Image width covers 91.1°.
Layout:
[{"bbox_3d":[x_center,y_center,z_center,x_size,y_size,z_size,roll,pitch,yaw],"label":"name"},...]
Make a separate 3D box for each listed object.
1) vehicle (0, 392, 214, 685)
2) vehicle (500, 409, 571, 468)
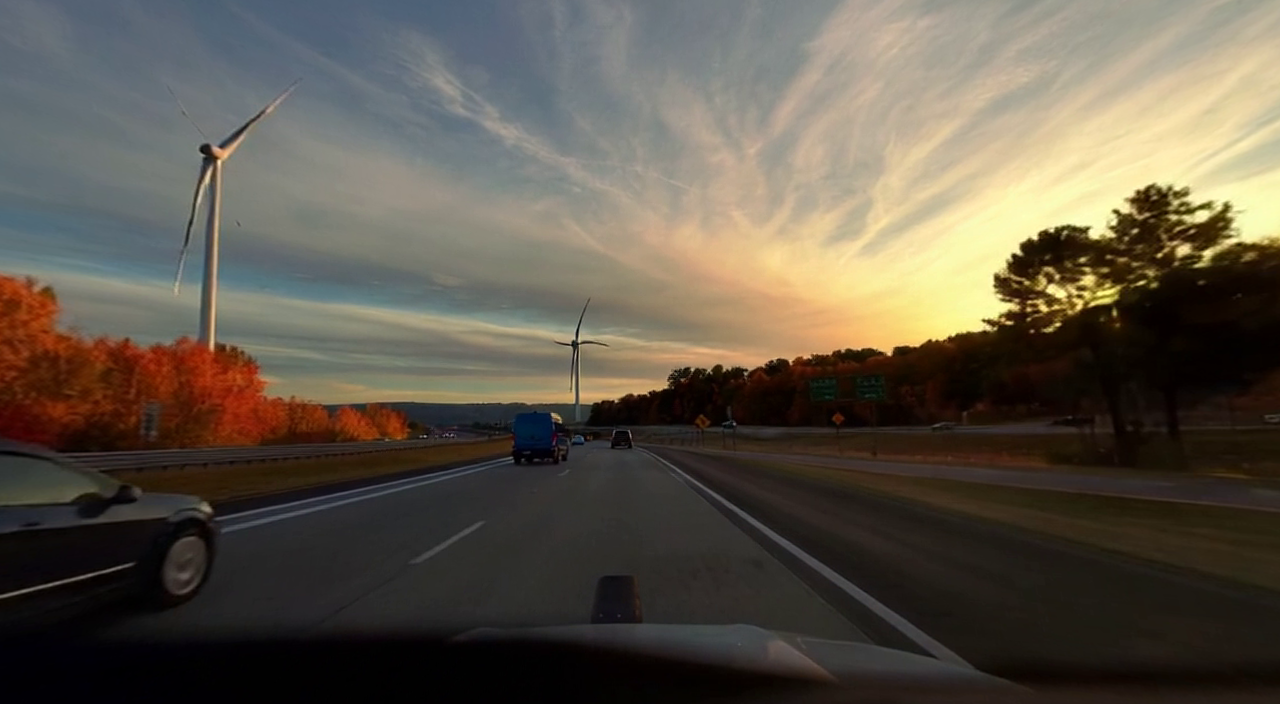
[{"bbox_3d":[-4.372,0.894,2.641,2.027,1.530,4.520,0,-8,-1],"label":"vehicle"},{"bbox_3d":[-4.456,3.804,27.706,2.303,2.323,5.089,0,-8,0],"label":"vehicle"}]
